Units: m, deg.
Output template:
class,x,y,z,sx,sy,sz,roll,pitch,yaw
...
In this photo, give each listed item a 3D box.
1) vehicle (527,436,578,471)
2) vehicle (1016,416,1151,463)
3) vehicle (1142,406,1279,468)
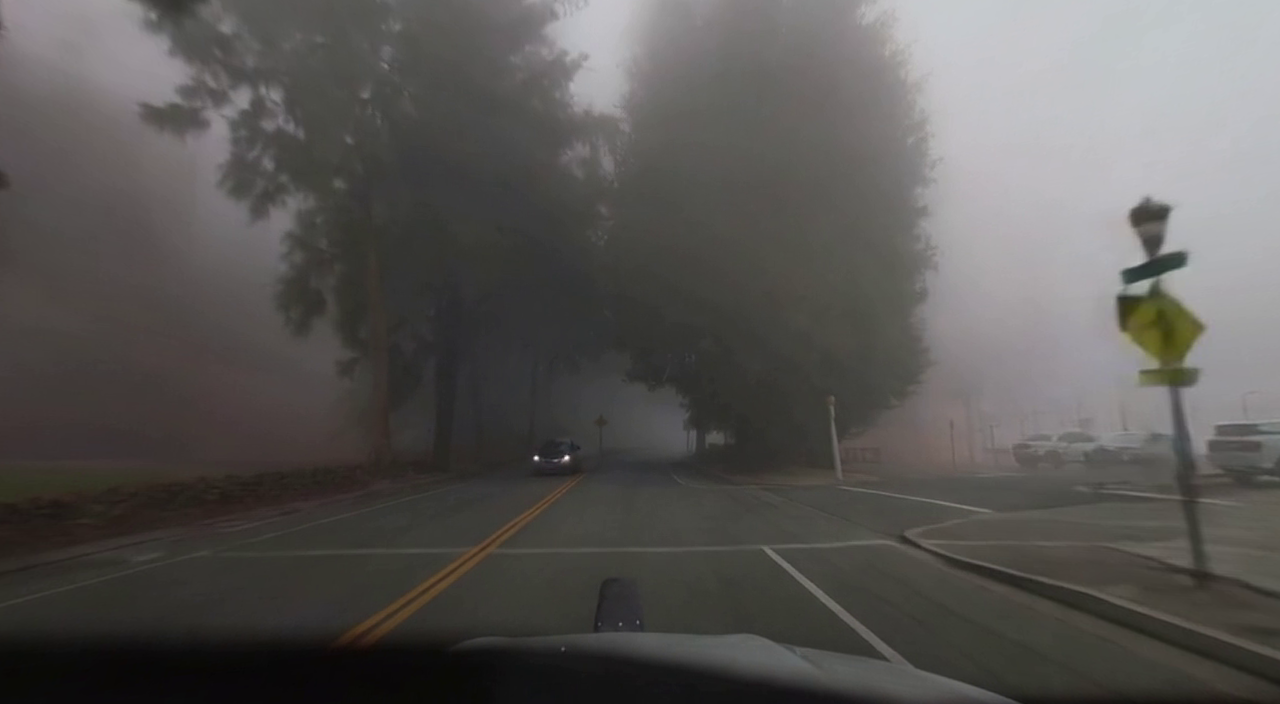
class,x,y,z,sx,sy,sz,roll,pitch,yaw
vehicle,-5.274,6.172,38.733,2.252,1.936,5.538,-1,-8,1
vehicle,20.643,4.130,29.595,4.593,1.776,2.094,-4,-9,0
vehicle,20.735,2.916,21.979,4.526,1.840,2.161,-4,-9,0
